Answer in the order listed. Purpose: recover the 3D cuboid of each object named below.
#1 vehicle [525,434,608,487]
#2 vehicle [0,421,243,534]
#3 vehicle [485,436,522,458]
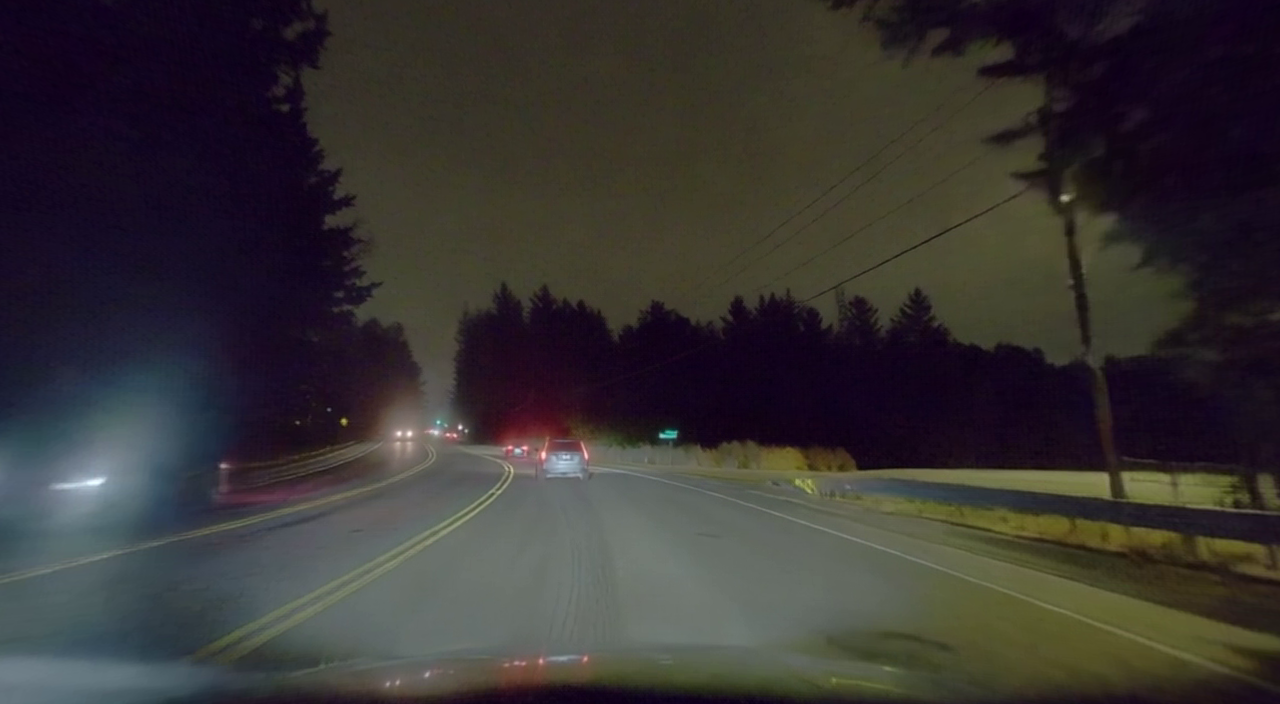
[{"bbox_3d":[-2.485,3.477,20.410,2.296,1.510,4.068,2,-9,-11],"label":"vehicle"},{"bbox_3d":[-9.241,2.052,10.805,2.126,1.493,4.748,1,-9,-6],"label":"vehicle"},{"bbox_3d":[-9.990,6.933,45.977,2.080,1.530,3.719,3,-9,-20],"label":"vehicle"}]
